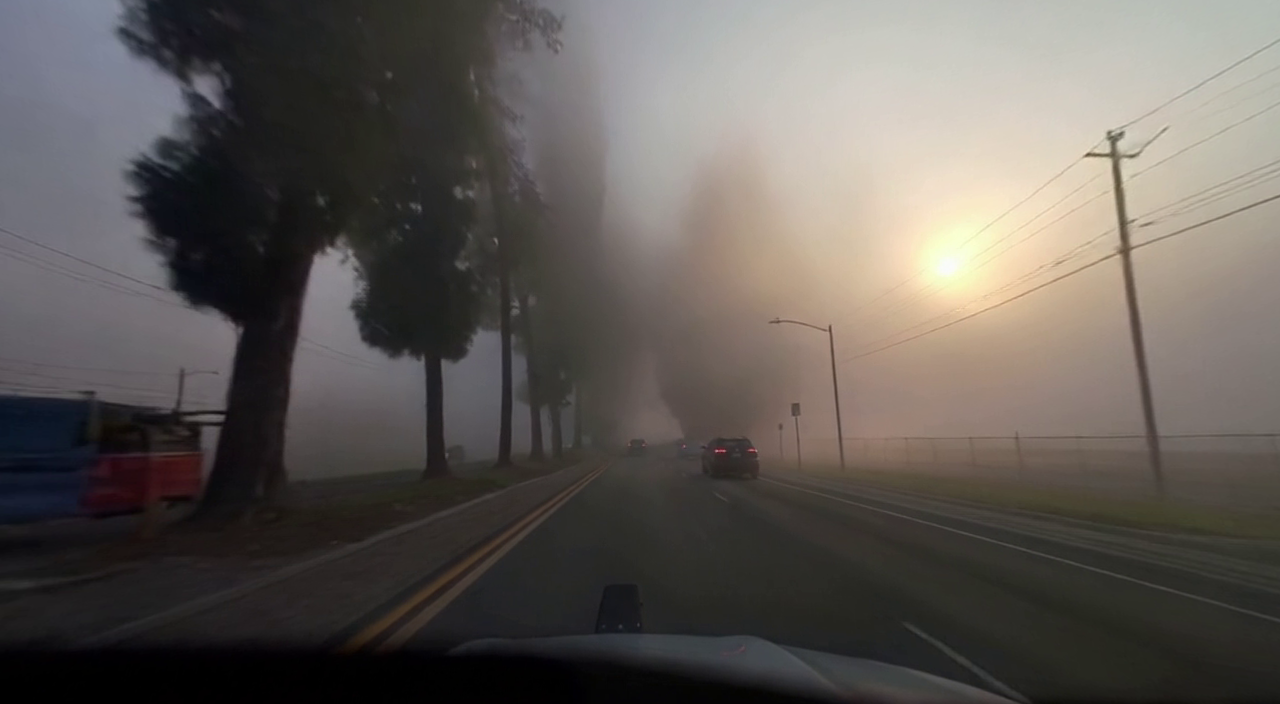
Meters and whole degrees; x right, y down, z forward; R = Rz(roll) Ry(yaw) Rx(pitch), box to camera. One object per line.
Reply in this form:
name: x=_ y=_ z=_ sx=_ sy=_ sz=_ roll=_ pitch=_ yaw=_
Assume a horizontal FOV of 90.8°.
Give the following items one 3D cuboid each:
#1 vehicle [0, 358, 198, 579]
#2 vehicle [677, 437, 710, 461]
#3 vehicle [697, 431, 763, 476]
vehicle: x=-8.864 y=1.535 z=8.779 sx=3.613 sy=2.628 sz=2.227 roll=0 pitch=-9 yaw=2
vehicle: x=3.780 y=6.986 z=45.461 sx=2.012 sy=1.653 sz=4.115 roll=0 pitch=-8 yaw=-1
vehicle: x=3.863 y=4.470 z=27.966 sx=2.112 sy=1.825 sz=4.574 roll=0 pitch=-8 yaw=-2
